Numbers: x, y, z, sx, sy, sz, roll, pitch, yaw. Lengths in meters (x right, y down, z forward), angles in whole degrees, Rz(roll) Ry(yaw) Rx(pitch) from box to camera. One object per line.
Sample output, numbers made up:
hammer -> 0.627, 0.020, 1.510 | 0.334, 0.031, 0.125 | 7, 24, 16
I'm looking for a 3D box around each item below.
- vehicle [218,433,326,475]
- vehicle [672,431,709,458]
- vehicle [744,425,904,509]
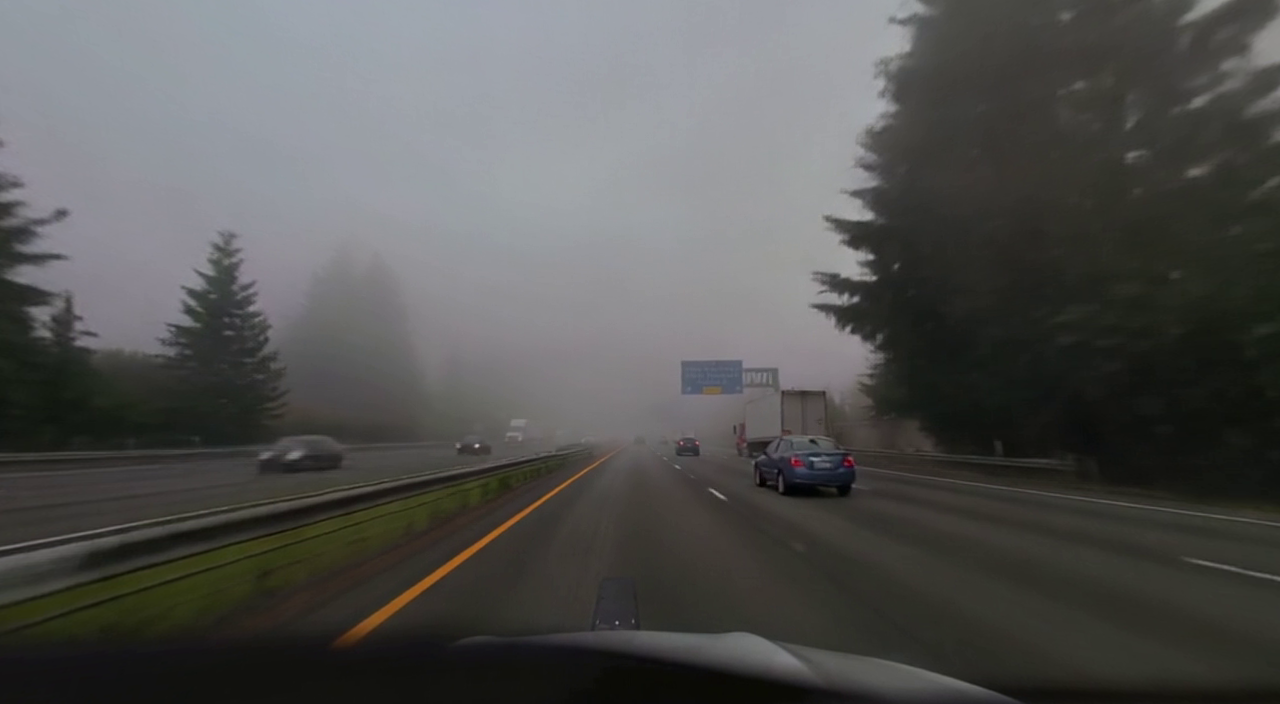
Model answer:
vehicle -> -13.421, 3.725, 23.254 | 1.752, 1.411, 3.734 | 0, -8, 0
vehicle -> 3.308, 6.169, 42.078 | 2.011, 1.672, 4.415 | 0, -8, -2
vehicle -> 3.735, 2.406, 13.754 | 1.986, 1.501, 4.529 | 0, -8, -2
